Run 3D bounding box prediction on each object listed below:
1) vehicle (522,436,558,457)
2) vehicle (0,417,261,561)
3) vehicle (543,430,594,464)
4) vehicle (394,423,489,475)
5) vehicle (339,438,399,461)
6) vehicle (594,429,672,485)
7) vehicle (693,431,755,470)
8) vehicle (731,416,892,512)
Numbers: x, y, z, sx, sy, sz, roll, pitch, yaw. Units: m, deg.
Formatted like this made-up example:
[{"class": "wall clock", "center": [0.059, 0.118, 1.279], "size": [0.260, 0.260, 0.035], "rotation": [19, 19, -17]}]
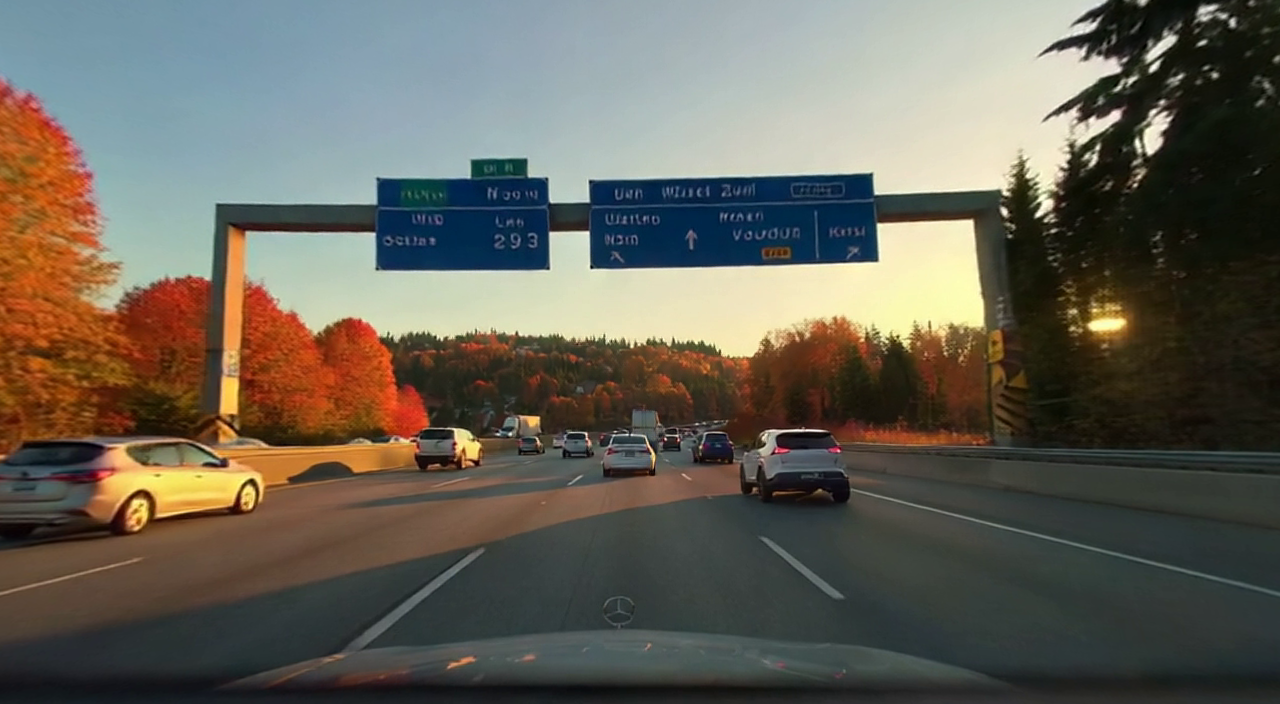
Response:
[{"class": "vehicle", "center": [-7.147, 6.776, 45.346], "size": [1.896, 1.429, 4.348], "rotation": [0, -8, 0]}, {"class": "vehicle", "center": [-7.489, 1.740, 8.749], "size": [1.934, 1.526, 3.966], "rotation": [0, -8, 0]}, {"class": "vehicle", "center": [-3.626, 4.928, 32.801], "size": [2.064, 1.672, 4.277], "rotation": [0, -8, 1]}, {"class": "vehicle", "center": [-7.533, 3.728, 24.437], "size": [2.117, 1.779, 4.745], "rotation": [0, -8, 1]}, {"class": "vehicle", "center": [-19.013, 6.851, 44.338], "size": [1.995, 1.529, 5.004], "rotation": [0, -8, 0]}, {"class": "vehicle", "center": [-0.208, 3.138, 19.177], "size": [2.111, 1.494, 4.364], "rotation": [0, -8, 0]}, {"class": "vehicle", "center": [3.447, 4.158, 26.765], "size": [1.972, 1.516, 4.514], "rotation": [0, -8, -1]}, {"class": "vehicle", "center": [3.327, 2.263, 13.250], "size": [2.095, 1.650, 4.331], "rotation": [0, -8, -1]}]
